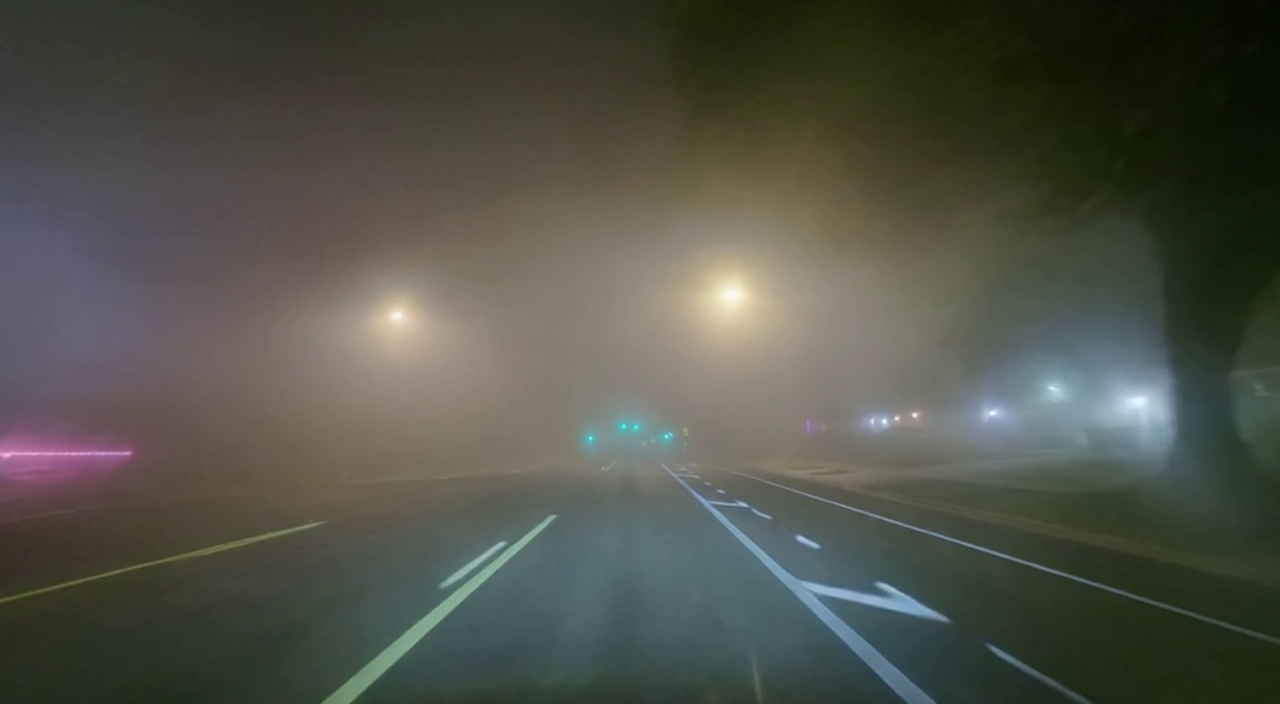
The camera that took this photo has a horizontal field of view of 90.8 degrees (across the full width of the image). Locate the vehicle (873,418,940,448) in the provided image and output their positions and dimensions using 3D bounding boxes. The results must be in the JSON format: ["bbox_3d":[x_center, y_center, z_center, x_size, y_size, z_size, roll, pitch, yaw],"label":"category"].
[{"bbox_3d":[15.017,4.629,35.875,1.908,1.610,4.582,0,-8,2],"label":"vehicle"}]

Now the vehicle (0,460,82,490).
[{"bbox_3d":[-34.132,6.884,35.631,1.774,1.430,4.131,0,-8,-5],"label":"vehicle"}]
